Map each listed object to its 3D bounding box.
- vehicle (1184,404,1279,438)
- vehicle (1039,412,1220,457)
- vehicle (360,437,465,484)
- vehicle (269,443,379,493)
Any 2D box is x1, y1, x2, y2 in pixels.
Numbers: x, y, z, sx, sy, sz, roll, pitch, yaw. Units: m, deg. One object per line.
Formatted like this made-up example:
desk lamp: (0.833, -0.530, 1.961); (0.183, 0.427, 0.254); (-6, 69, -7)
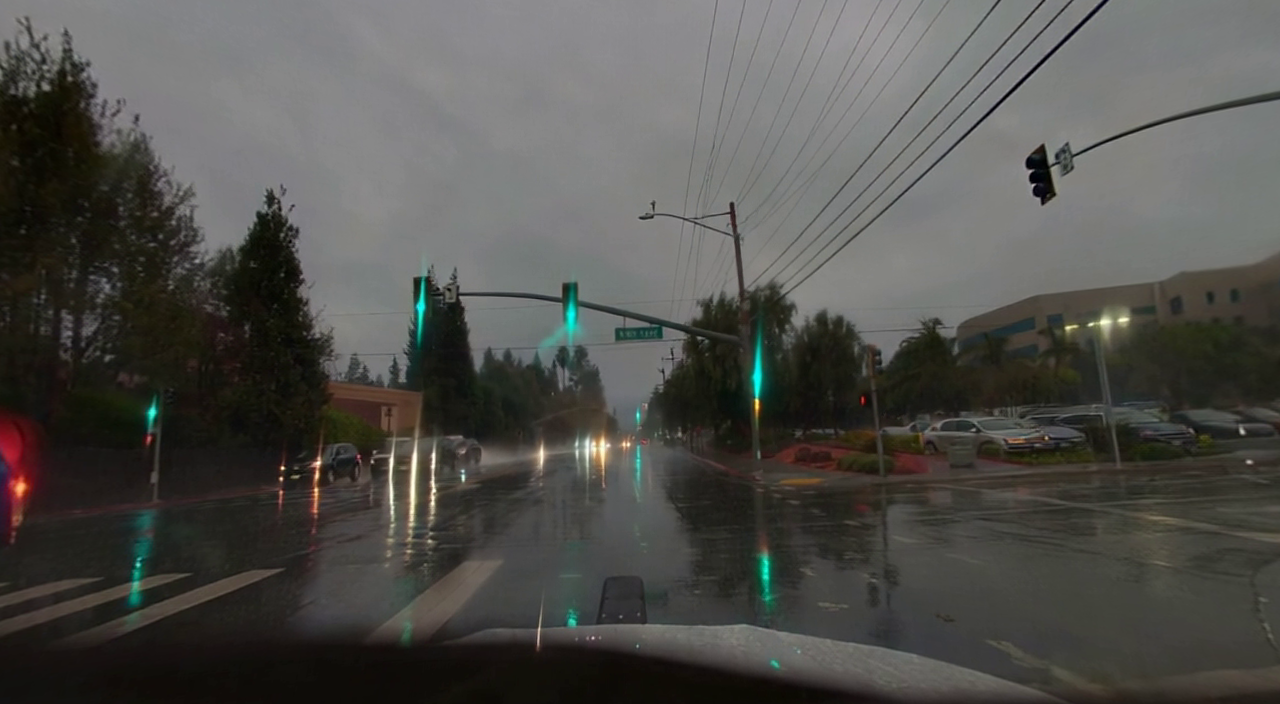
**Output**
vehicle: (34.785, 4.020, 36.666); (4.326, 1.511, 1.725); (-8, -9, 17)
vehicle: (16.912, 2.913, 22.139); (4.560, 1.453, 1.851); (-3, -9, 18)
vehicle: (-10.175, 4.921, 28.956); (2.664, 1.940, 5.702); (0, -9, 0)
vehicle: (-13.804, 5.068, 28.046); (2.306, 1.957, 4.968); (0, -9, -1)
